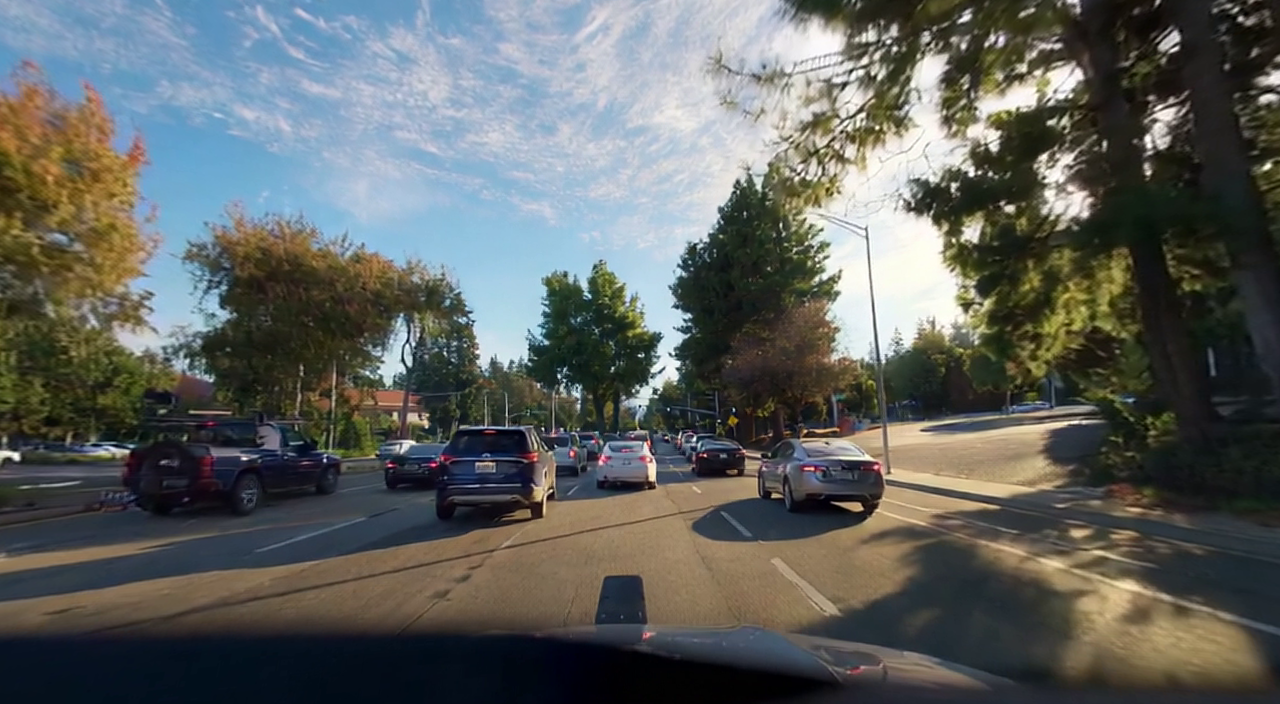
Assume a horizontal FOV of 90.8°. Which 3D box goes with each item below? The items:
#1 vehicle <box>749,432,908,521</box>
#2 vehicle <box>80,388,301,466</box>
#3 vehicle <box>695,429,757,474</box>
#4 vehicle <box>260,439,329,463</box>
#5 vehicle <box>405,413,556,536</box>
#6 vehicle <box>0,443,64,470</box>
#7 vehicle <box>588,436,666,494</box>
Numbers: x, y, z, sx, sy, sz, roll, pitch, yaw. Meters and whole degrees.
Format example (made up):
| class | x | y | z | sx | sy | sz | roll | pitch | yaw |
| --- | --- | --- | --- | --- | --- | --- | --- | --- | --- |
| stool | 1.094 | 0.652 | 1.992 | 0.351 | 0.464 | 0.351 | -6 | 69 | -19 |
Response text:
| class | x | y | z | sx | sy | sz | roll | pitch | yaw |
| --- | --- | --- | --- | --- | --- | --- | --- | --- | --- |
| vehicle | 3.547 | 2.413 | 12.786 | 1.884 | 1.463 | 4.195 | 0 | -9 | 0 |
| vehicle | -27.973 | 5.079 | 41.046 | 3.181 | 4.189 | 14.107 | -1 | -9 | 4 |
| vehicle | 3.735 | 4.427 | 28.282 | 2.099 | 1.845 | 4.363 | 0 | -9 | -1 |
| vehicle | -23.245 | 6.700 | 42.769 | 1.865 | 1.493 | 4.712 | -1 | -9 | 2 |
| vehicle | -2.650 | 2.159 | 11.851 | 2.111 | 1.745 | 5.274 | 1 | -9 | -7 |
| vehicle | -38.778 | 6.489 | 39.121 | 4.458 | 1.485 | 1.973 | -3 | -10 | 5 |
| vehicle | -0.348 | 3.258 | 18.566 | 2.030 | 1.477 | 4.330 | 0 | -9 | 0 |
